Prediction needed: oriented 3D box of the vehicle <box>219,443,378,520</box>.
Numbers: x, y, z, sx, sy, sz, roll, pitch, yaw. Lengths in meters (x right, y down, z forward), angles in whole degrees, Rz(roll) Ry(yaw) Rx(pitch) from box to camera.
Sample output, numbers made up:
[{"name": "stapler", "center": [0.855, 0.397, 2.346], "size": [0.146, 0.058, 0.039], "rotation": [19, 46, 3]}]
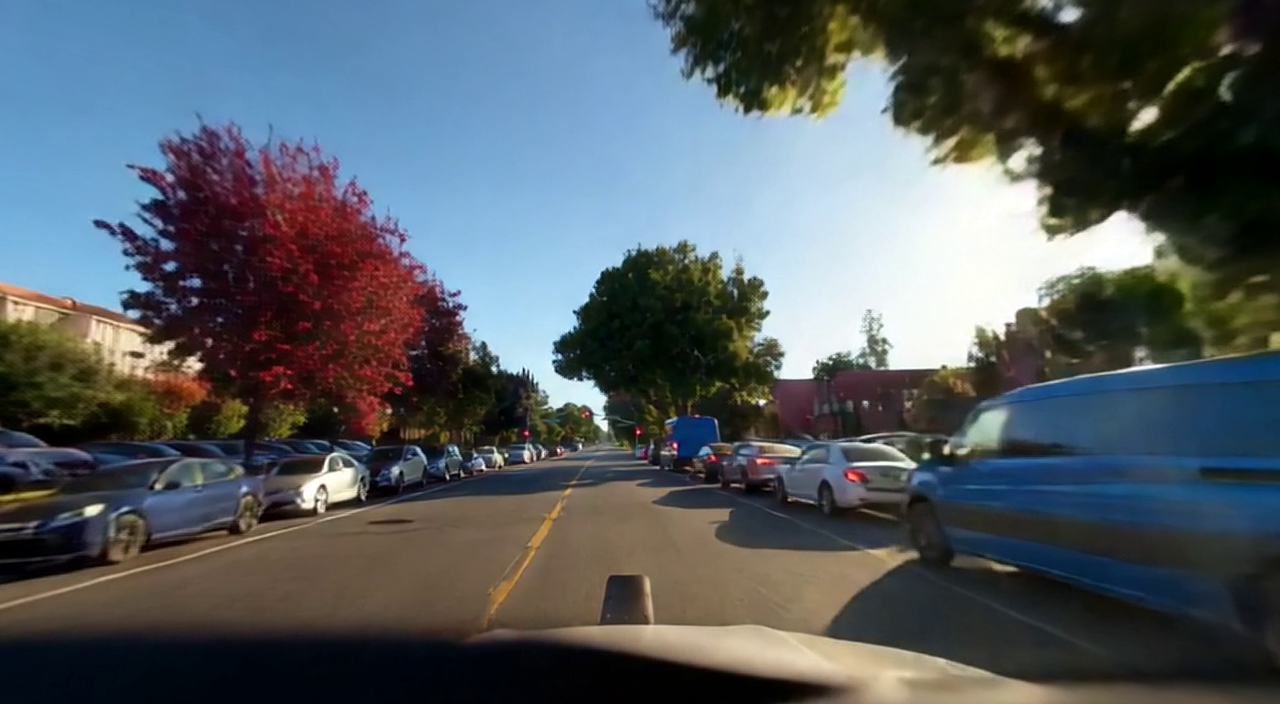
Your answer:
[{"name": "vehicle", "center": [-7.814, 2.935, 14.912], "size": [1.775, 1.433, 4.011], "rotation": [-1, -7, -4]}]

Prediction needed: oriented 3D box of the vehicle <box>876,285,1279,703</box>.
[{"name": "vehicle", "center": [4.109, 0.914, 4.336], "size": [2.309, 2.035, 6.647], "rotation": [0, -8, -1]}]

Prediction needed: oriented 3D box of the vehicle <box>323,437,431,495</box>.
[{"name": "vehicle", "center": [-8.277, 3.568, 20.294], "size": [1.874, 1.607, 4.174], "rotation": [0, -8, -4]}]

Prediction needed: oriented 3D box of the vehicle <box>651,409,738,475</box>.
[{"name": "vehicle", "center": [2.465, 4.428, 31.142], "size": [3.089, 2.882, 6.770], "rotation": [1, -8, -5]}]

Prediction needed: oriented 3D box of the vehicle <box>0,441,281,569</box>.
[{"name": "vehicle", "center": [-7.580, 2.138, 9.719], "size": [1.950, 1.489, 4.214], "rotation": [0, -8, -6]}]

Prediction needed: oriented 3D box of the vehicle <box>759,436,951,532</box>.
[{"name": "vehicle", "center": [3.729, 2.334, 11.918], "size": [1.804, 1.453, 4.462], "rotation": [1, -8, -4]}]
